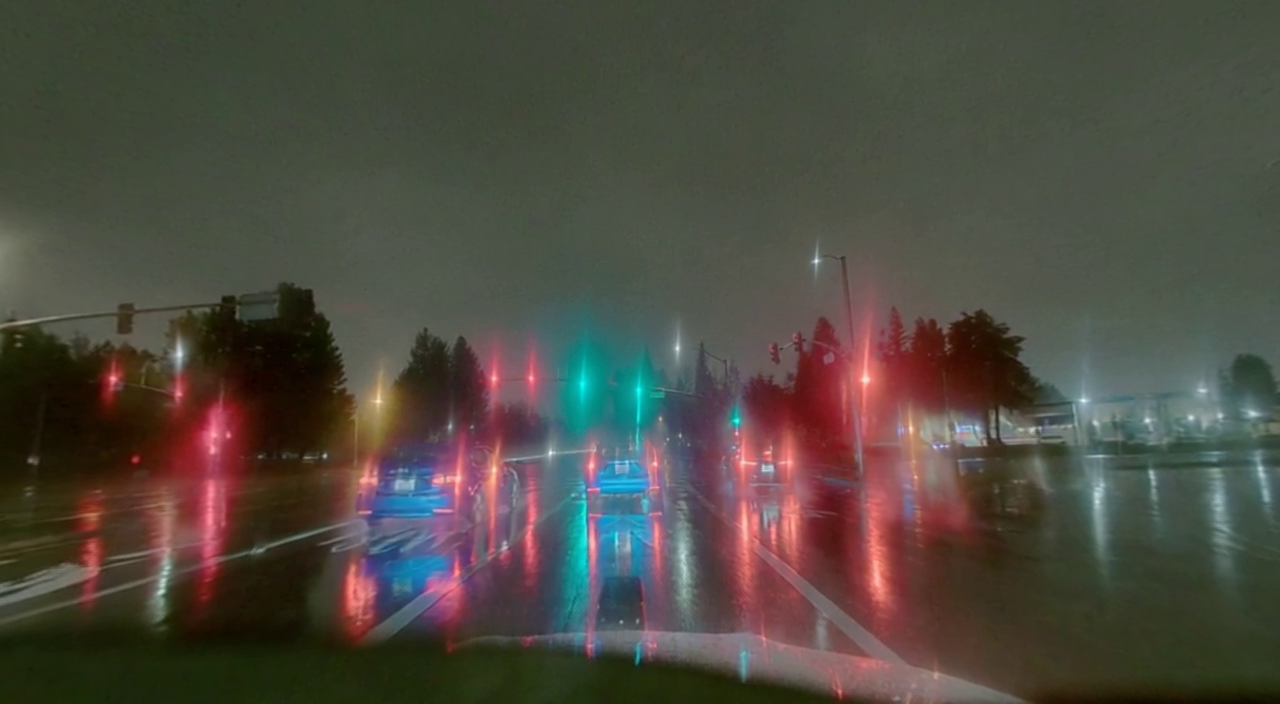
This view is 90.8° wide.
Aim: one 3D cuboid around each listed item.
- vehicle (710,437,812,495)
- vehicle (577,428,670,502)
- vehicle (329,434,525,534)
[{"bbox_3d":[3.288,3.191,18.119,1.970,1.449,4.433,0,-8,-1],"label":"vehicle"},{"bbox_3d":[-0.353,2.776,15.847,2.038,1.599,3.844,0,-8,0],"label":"vehicle"},{"bbox_3d":[-3.586,2.303,11.695,2.052,1.472,4.479,0,-8,0],"label":"vehicle"}]
